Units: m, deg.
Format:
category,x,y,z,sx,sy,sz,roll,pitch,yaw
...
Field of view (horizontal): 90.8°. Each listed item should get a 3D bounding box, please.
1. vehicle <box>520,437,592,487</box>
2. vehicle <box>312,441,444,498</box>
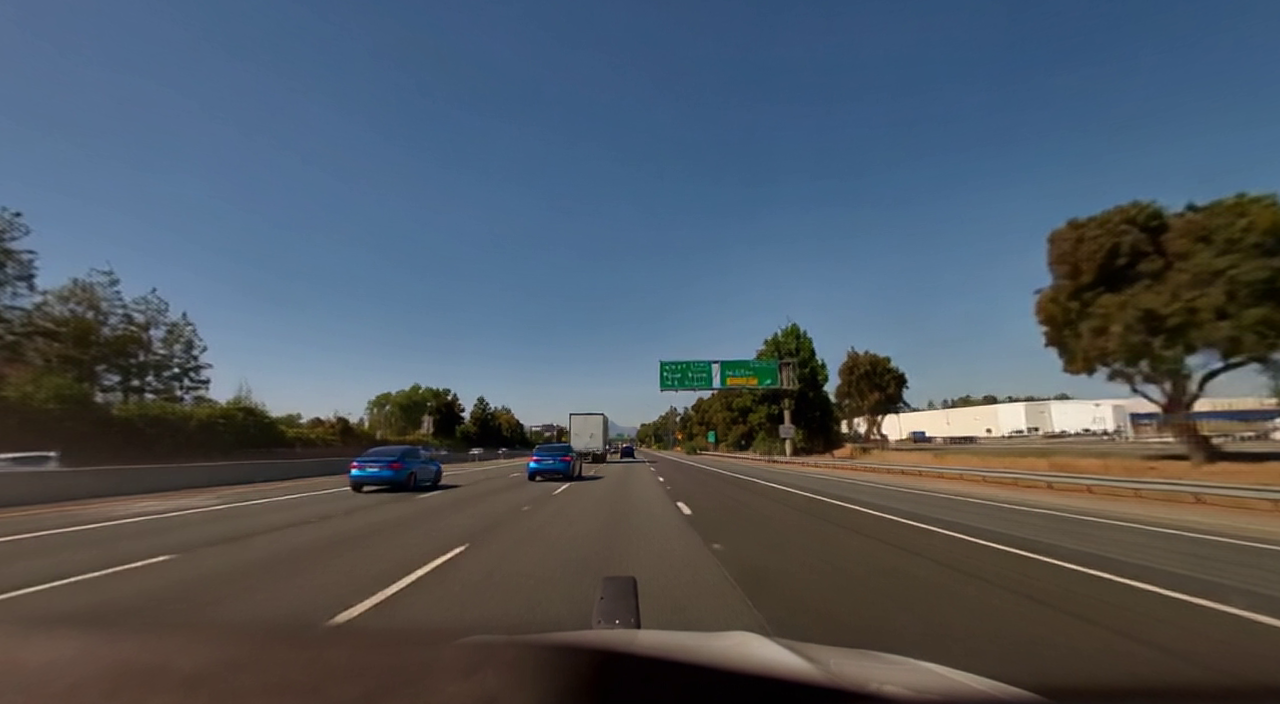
category,x,y,z,sx,sy,sz,roll,pitch,yaw
vehicle,-3.028,4.048,23.575,2.033,1.669,4.112,0,-9,1
vehicle,-7.635,3.459,18.983,2.026,1.477,4.467,0,-9,0
